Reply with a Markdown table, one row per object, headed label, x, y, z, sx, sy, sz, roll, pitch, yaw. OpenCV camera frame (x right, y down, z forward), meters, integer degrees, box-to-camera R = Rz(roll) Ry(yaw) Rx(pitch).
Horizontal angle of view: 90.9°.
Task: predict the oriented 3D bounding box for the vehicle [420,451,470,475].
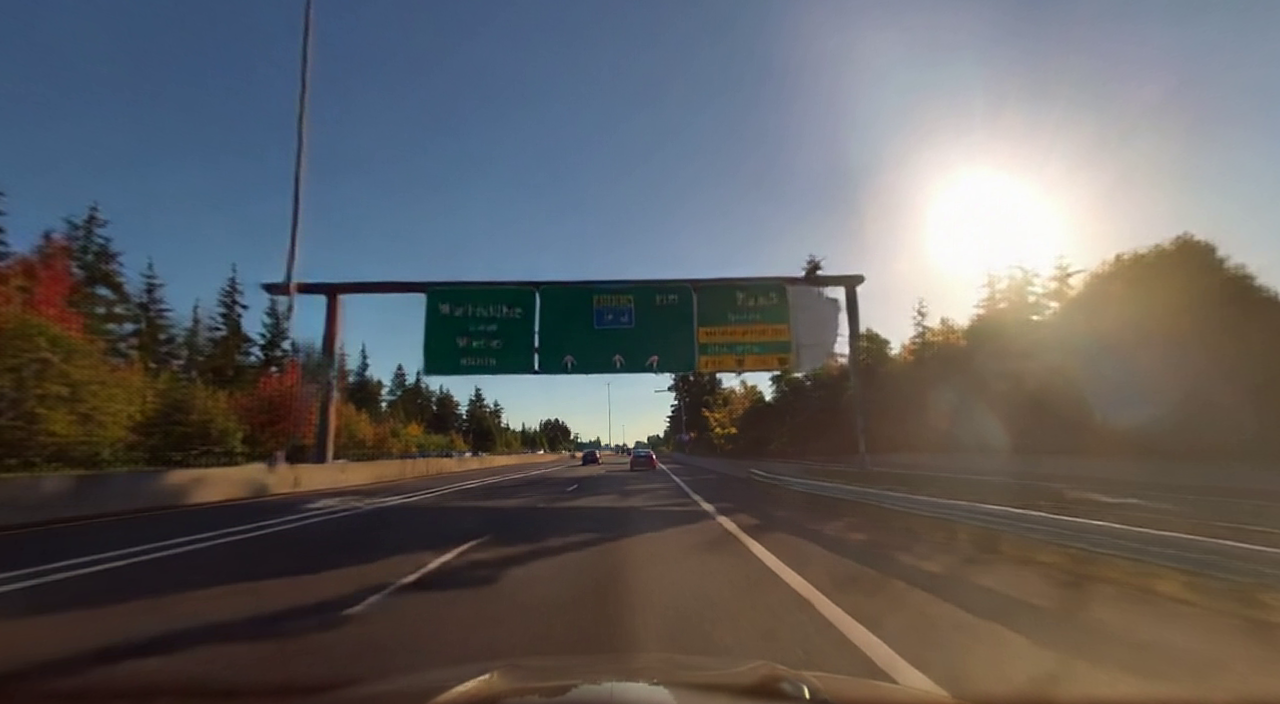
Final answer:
| label | x | y | z | sx | sy | sz | roll | pitch | yaw |
| --- | --- | --- | --- | --- | --- | --- | --- | --- | --- |
| vehicle | -13.355 | 7.605 | 43.411 | 1.894 | 1.477 | 4.621 | 0 | -9 | 0 |

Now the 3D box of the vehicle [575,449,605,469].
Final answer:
| label | x | y | z | sx | sy | sz | roll | pitch | yaw |
| --- | --- | --- | --- | --- | --- | --- | --- | --- | --- |
| vehicle | -3.759 | 8.160 | 48.223 | 1.877 | 1.504 | 3.799 | 0 | -9 | 1 |

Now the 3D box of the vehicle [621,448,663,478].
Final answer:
| label | x | y | z | sx | sy | sz | roll | pitch | yaw |
| --- | --- | --- | --- | --- | --- | --- | --- | --- | --- |
| vehicle | 0.084 | 5.624 | 32.150 | 2.002 | 1.449 | 3.612 | 0 | -9 | 0 |
